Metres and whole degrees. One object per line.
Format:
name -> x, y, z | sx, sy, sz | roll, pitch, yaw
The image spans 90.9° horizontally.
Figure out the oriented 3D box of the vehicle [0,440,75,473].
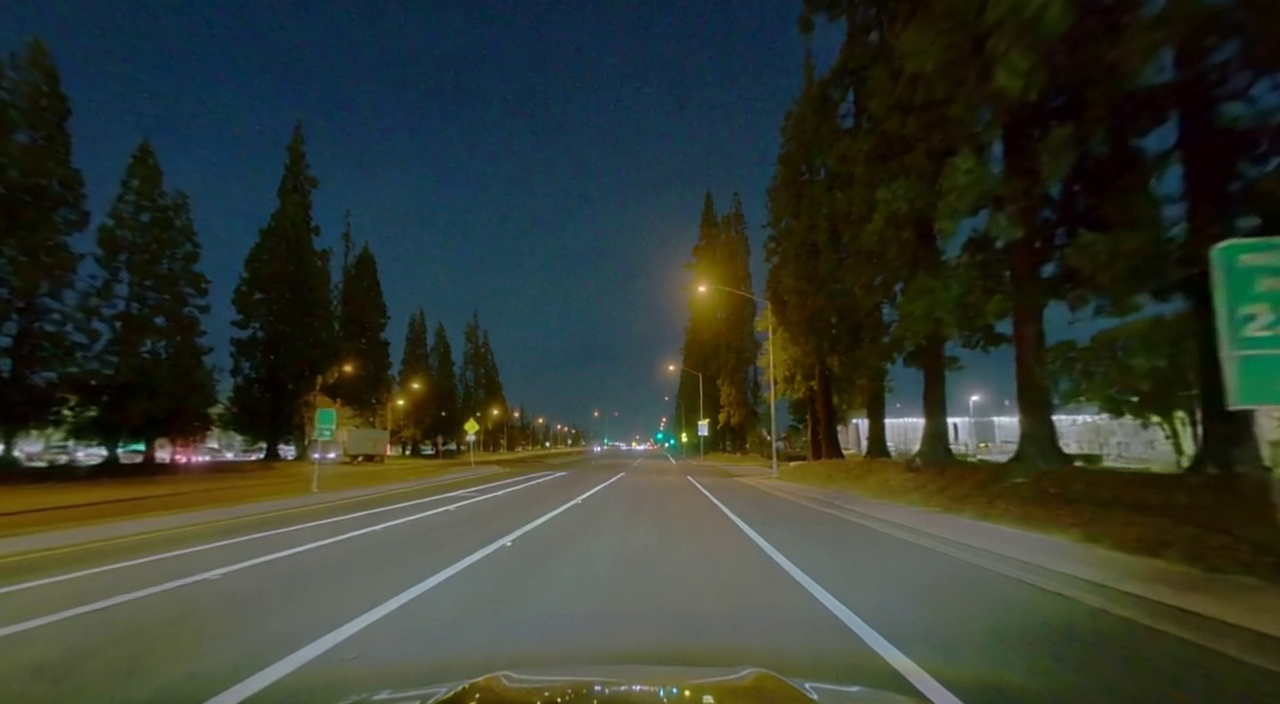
vehicle -> -36.067, 5.977, 36.289 | 5.145, 1.805, 2.205 | -1, -8, 4
